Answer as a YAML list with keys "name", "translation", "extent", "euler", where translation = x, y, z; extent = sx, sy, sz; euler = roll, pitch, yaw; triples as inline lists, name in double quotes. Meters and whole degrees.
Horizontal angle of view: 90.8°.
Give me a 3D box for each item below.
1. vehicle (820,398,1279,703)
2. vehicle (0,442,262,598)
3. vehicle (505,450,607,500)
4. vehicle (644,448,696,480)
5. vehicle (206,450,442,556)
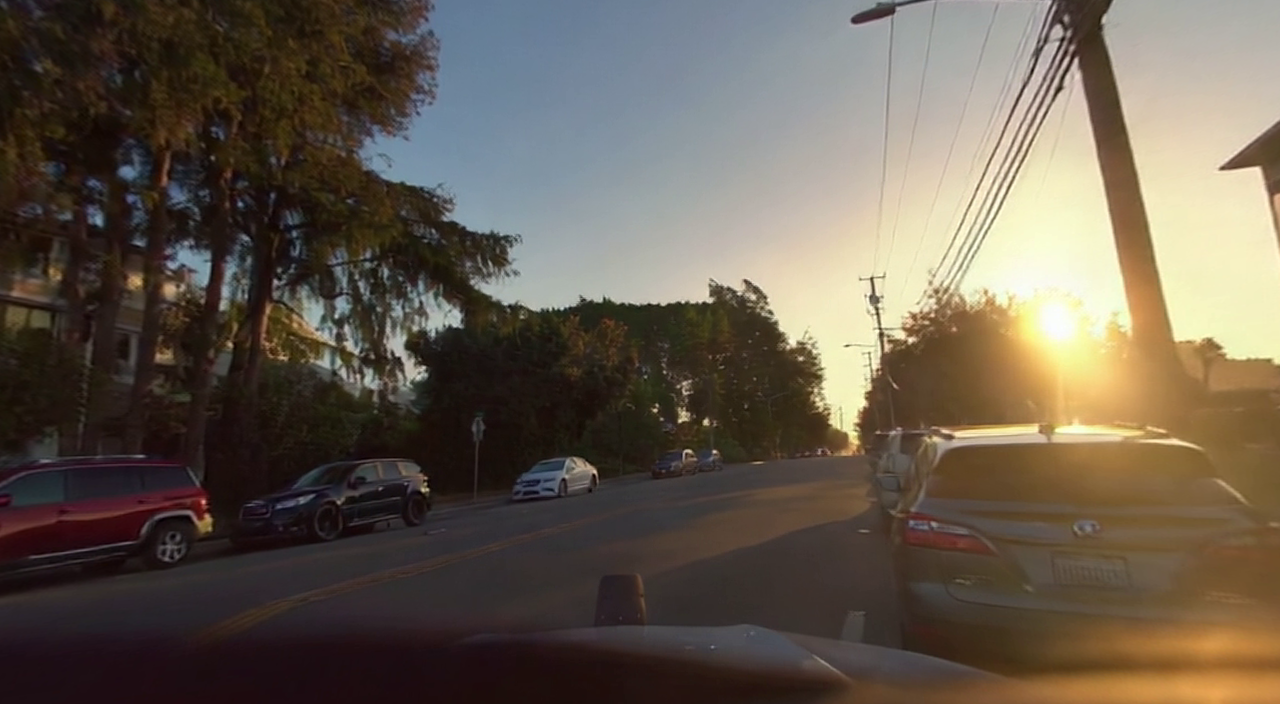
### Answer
- name: "vehicle"
  translation: [2.648, 1.312, 4.947]
  extent: [2.030, 1.535, 4.683]
  euler: [-3, -9, 19]
- name: "vehicle"
  translation: [-8.342, 2.346, 8.972]
  extent: [1.973, 1.848, 5.100]
  euler: [-10, -11, 15]
- name: "vehicle"
  translation: [-3.221, 4.925, 25.112]
  extent: [2.017, 1.582, 4.664]
  euler: [-10, -14, 18]
- name: "vehicle"
  translation: [1.955, 6.936, 39.551]
  extent: [2.011, 1.801, 4.676]
  euler: [-3, -9, 19]
- name: "vehicle"
  translation: [-6.646, 3.169, 13.956]
  extent: [2.068, 1.745, 4.579]
  euler: [-10, -11, 15]
